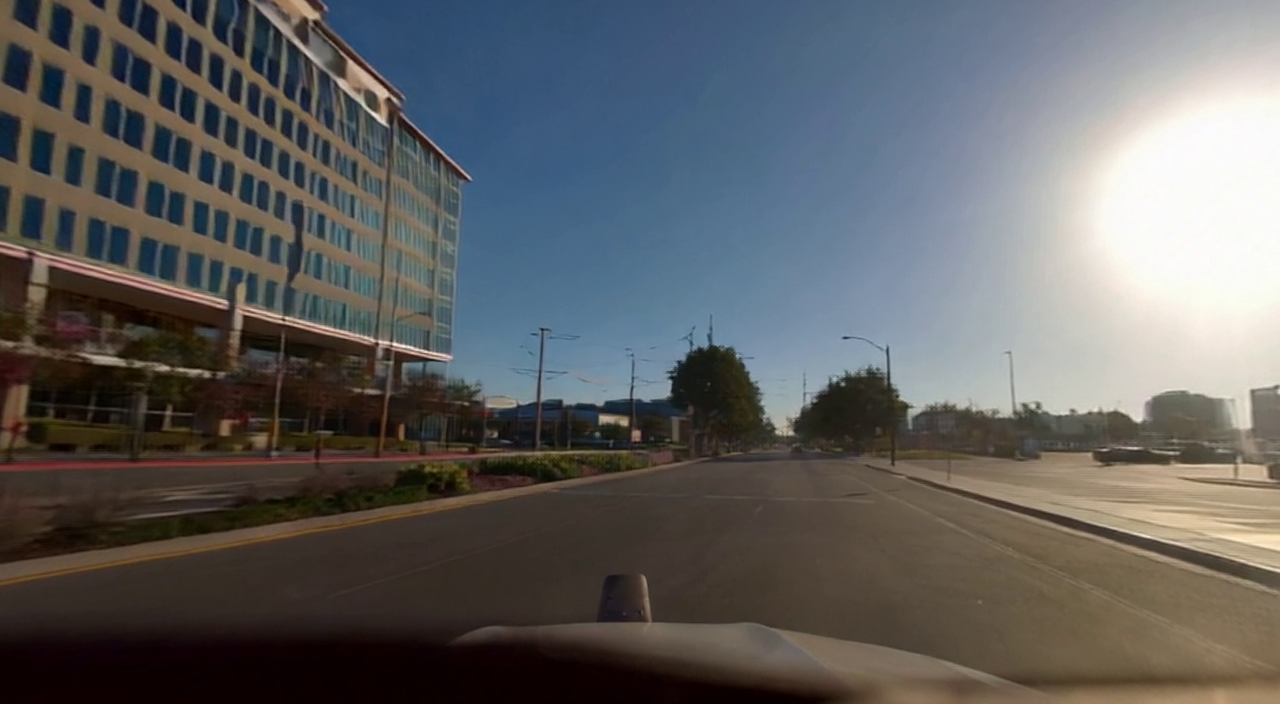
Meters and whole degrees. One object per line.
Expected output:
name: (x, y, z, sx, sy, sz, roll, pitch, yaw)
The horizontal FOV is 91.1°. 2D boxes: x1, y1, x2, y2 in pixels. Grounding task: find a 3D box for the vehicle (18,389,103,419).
vehicle: (-38.821, 3.519, 42.081, 4.080, 1.657, 1.859, 1, -12, 12)
